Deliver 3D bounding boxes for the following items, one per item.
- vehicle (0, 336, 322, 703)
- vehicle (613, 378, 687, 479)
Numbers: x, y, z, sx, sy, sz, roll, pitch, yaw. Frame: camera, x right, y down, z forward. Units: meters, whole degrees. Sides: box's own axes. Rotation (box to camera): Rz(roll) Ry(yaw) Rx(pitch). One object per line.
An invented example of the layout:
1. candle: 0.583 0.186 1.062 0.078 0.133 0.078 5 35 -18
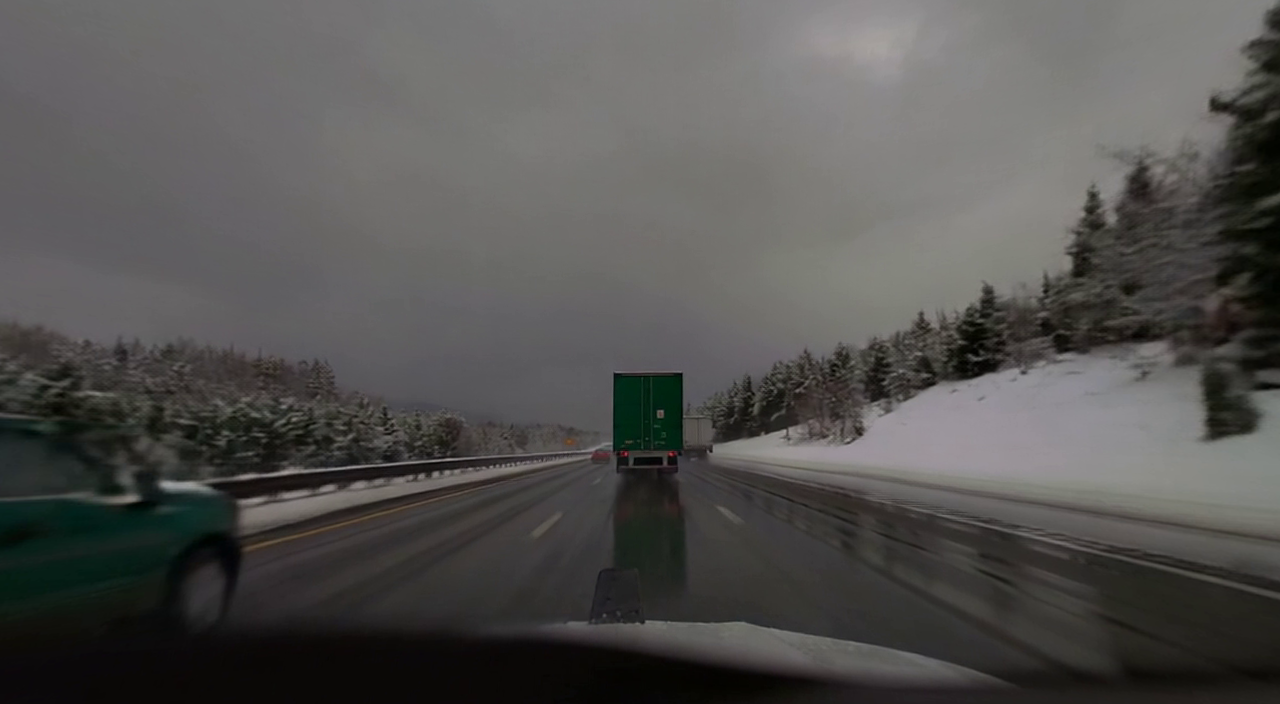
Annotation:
1. vehicle: -3.494 0.790 2.460 2.173 1.657 4.401 0 -9 0
2. vehicle: 0.411 3.865 30.754 2.932 4.042 11.054 0 -9 0
